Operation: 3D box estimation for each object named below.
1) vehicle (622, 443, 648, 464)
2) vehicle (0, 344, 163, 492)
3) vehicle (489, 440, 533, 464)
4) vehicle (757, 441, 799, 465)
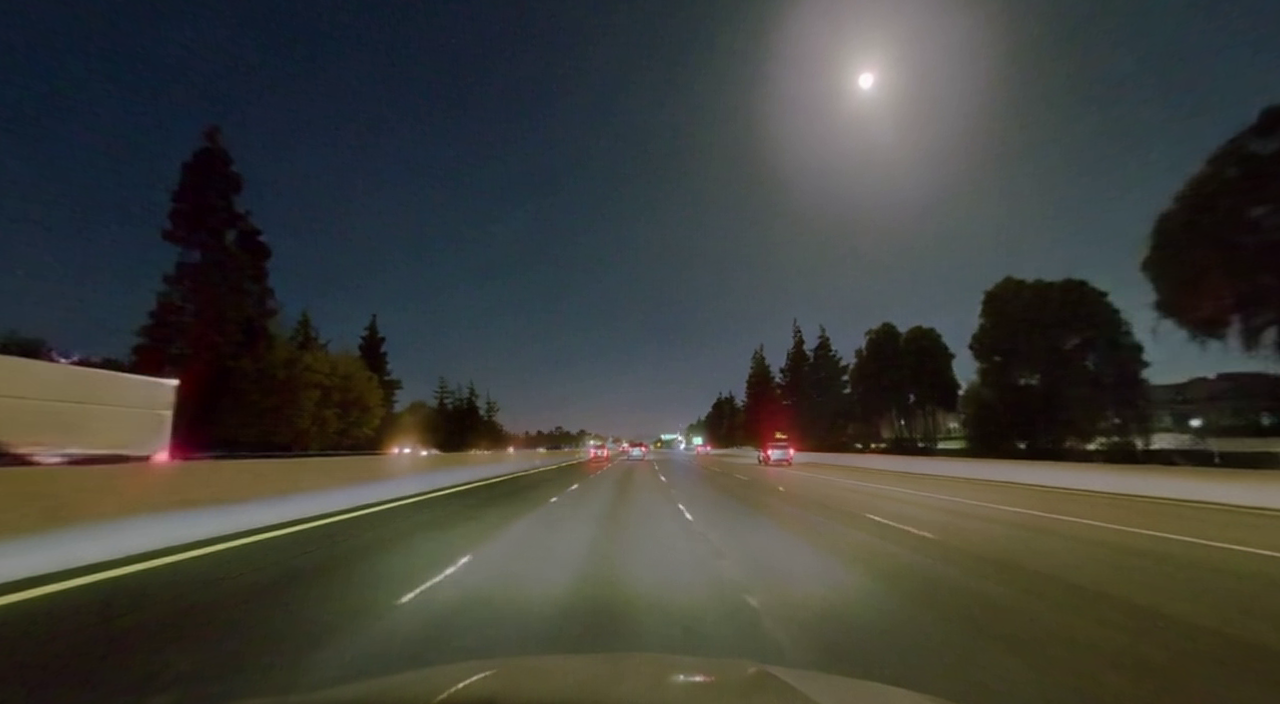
[{"bbox_3d":[-0.344,7.785,48.693,1.977,1.513,3.546,0,-8,1],"label":"vehicle"},{"bbox_3d":[-19.412,2.033,18.935,3.076,4.095,8.893,0,-9,0],"label":"vehicle"},{"bbox_3d":[-9.484,7.436,46.914,2.100,1.668,4.686,0,-8,2],"label":"vehicle"},{"bbox_3d":[10.185,7.501,46.963,2.130,1.703,4.572,0,-8,0],"label":"vehicle"}]
